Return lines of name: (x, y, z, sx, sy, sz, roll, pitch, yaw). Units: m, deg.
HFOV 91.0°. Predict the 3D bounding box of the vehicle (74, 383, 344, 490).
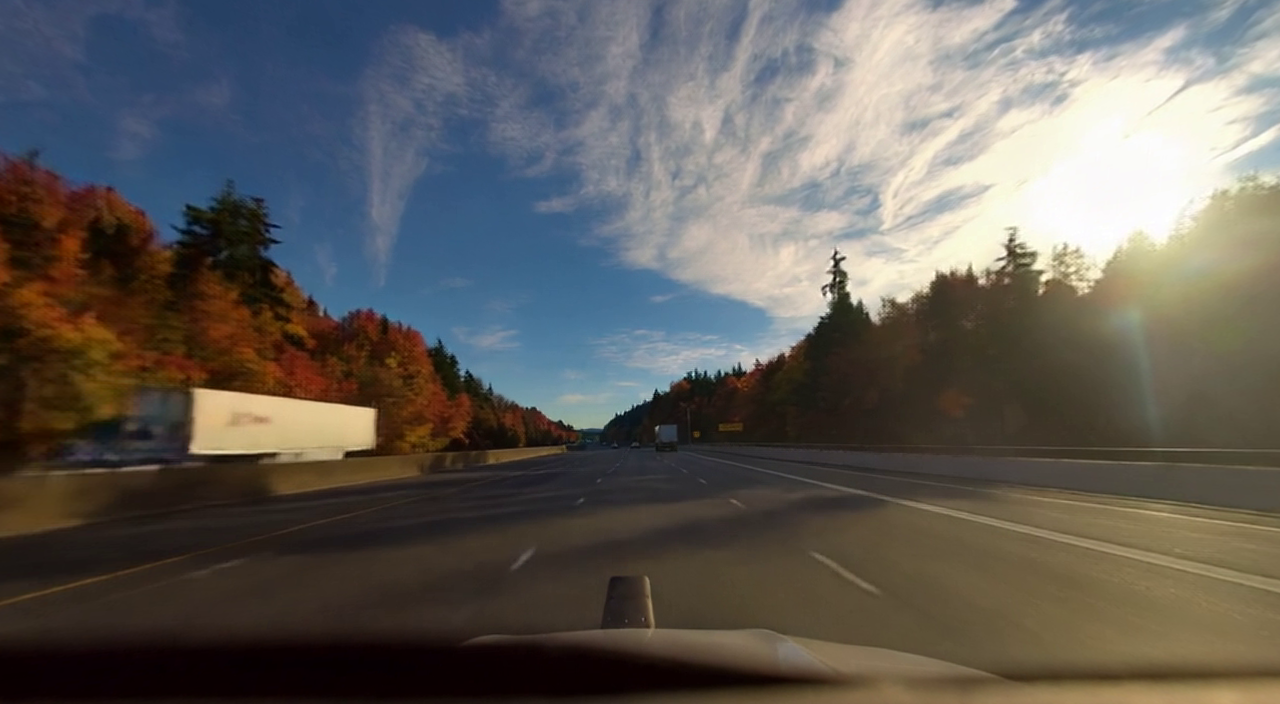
vehicle: (-19.309, 4.106, 30.203, 3.734, 4.021, 12.759, 0, -8, 1)
